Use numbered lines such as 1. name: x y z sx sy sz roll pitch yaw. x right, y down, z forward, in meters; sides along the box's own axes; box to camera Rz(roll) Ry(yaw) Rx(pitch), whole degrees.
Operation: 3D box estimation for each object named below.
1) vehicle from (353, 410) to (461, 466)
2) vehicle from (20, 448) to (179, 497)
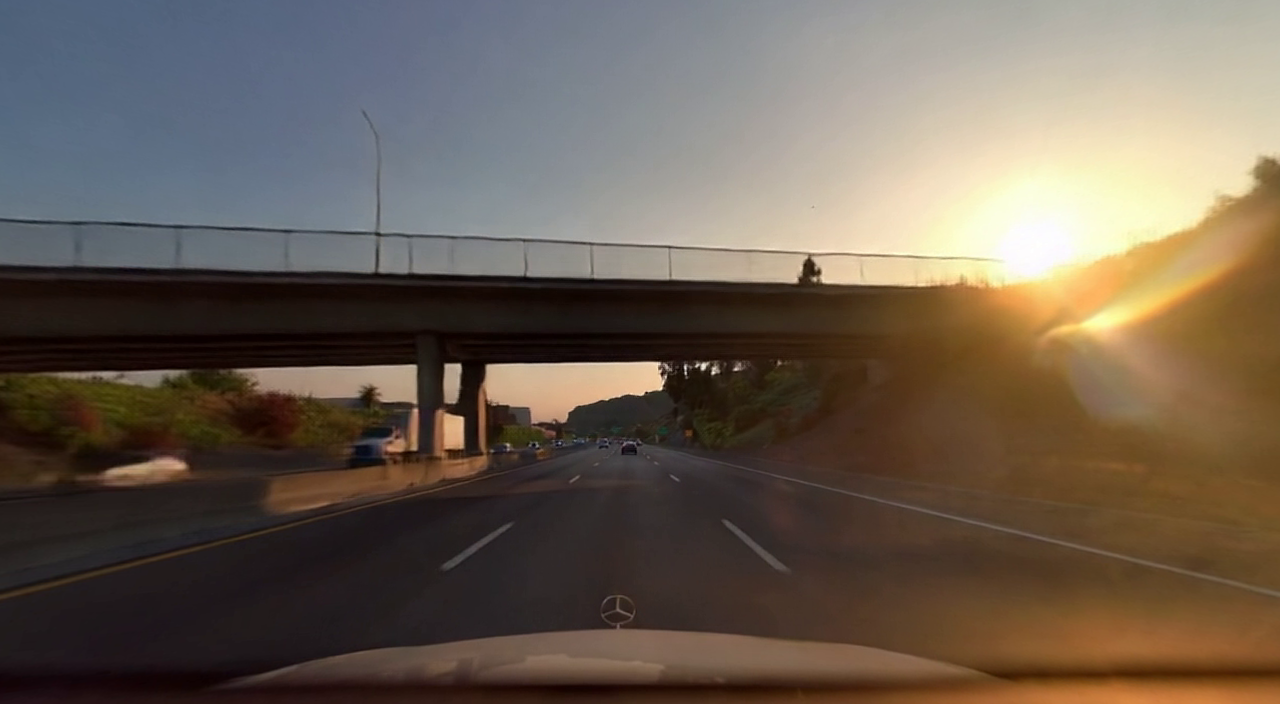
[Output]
1. vehicle: -16.891 6.447 47.432 2.982 3.570 14.255 0 -8 -1
2. vehicle: -19.832 4.393 23.469 1.889 1.516 4.588 0 -8 -1
